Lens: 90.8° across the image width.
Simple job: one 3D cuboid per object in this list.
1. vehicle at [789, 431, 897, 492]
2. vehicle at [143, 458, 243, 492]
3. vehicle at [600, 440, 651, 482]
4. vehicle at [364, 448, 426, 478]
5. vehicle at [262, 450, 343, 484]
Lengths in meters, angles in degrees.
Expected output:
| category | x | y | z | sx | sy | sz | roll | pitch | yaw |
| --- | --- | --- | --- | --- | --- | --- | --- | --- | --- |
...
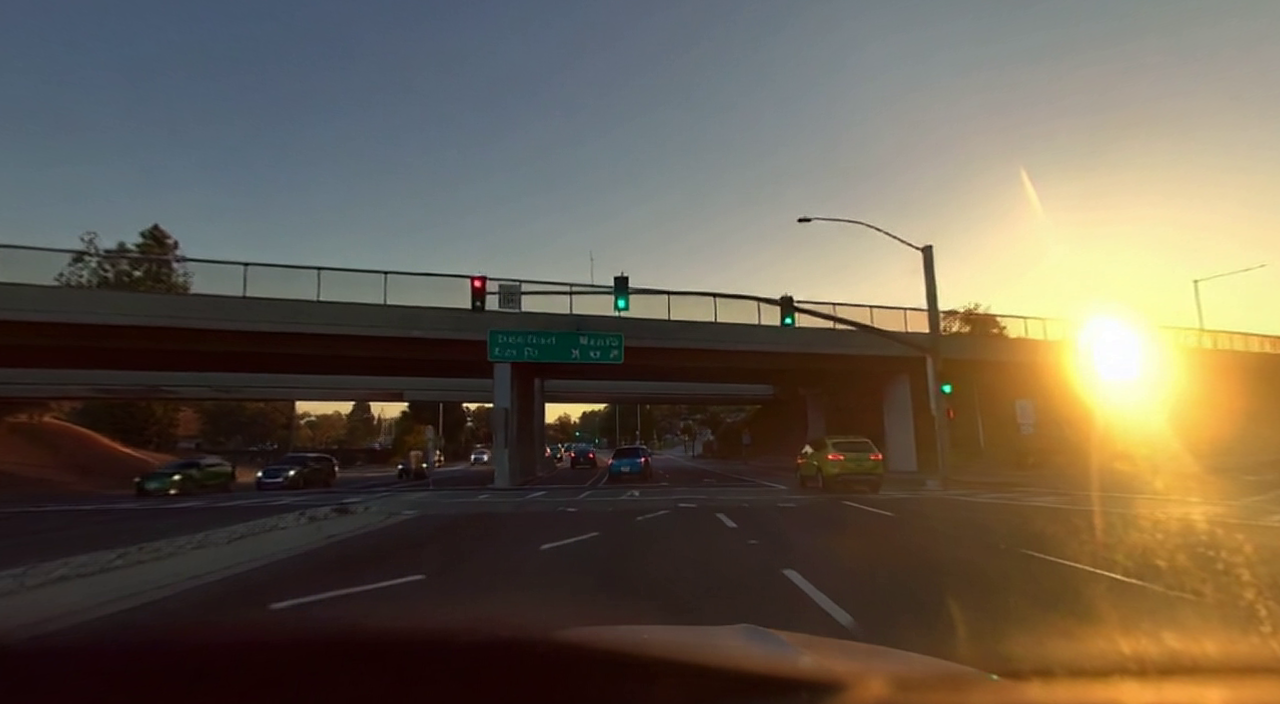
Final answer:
| category | x | y | z | sx | sy | sz | roll | pitch | yaw |
| --- | --- | --- | --- | --- | --- | --- | --- | --- | --- |
| vehicle | 6.629 | 3.614 | 21.203 | 2.074 | 1.785 | 4.320 | 0 | -8 | -1 |
| vehicle | -23.356 | 6.407 | 33.264 | 1.849 | 1.539 | 4.665 | 0 | -8 | -1 |
| vehicle | -0.574 | 4.949 | 29.003 | 2.060 | 1.768 | 4.681 | 0 | -8 | 2 |
| vehicle | -16.375 | 7.383 | 42.480 | 2.132 | 1.664 | 4.720 | -4 | -8 | 2 |
| vehicle | -19.272 | 6.550 | 36.398 | 1.990 | 1.789 | 4.973 | 0 | -8 | -1 |
